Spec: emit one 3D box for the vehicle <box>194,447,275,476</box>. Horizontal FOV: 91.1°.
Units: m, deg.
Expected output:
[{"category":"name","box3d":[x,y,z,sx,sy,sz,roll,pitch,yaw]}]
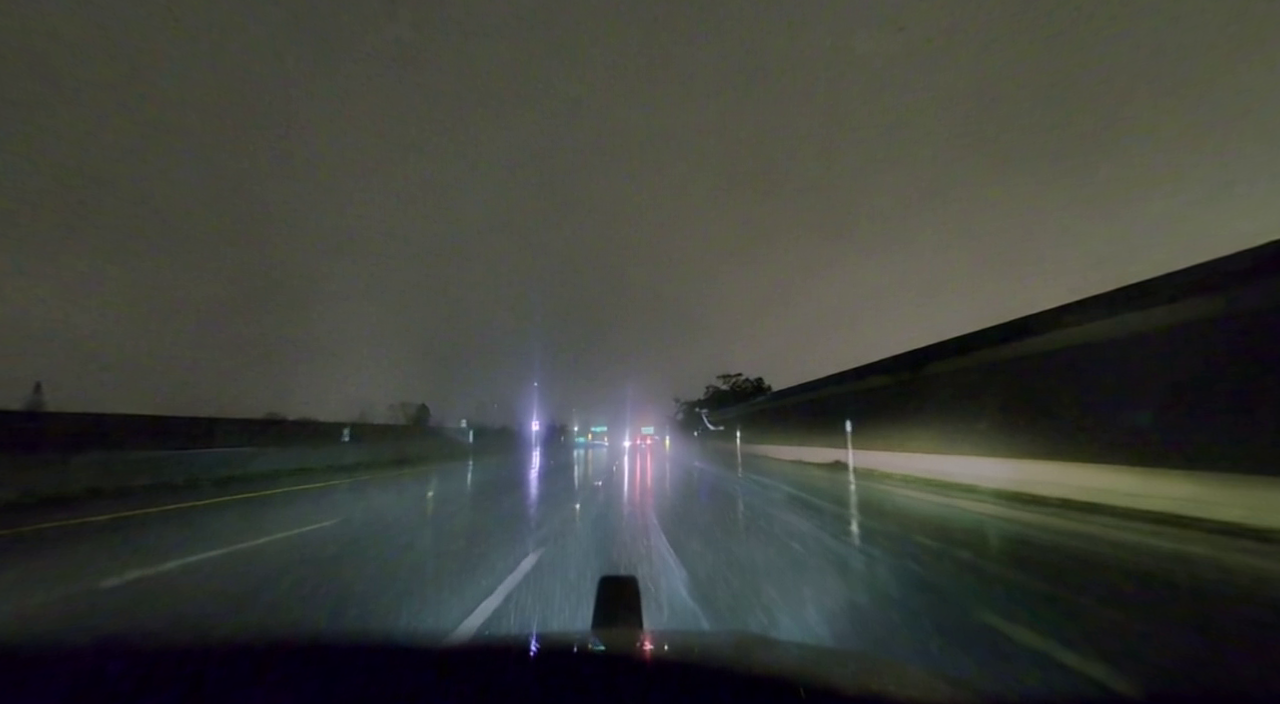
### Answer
[{"category":"vehicle","box3d":[-22.625,6.096,35.262,1.776,1.493,4.020,0,-8,1]}]
